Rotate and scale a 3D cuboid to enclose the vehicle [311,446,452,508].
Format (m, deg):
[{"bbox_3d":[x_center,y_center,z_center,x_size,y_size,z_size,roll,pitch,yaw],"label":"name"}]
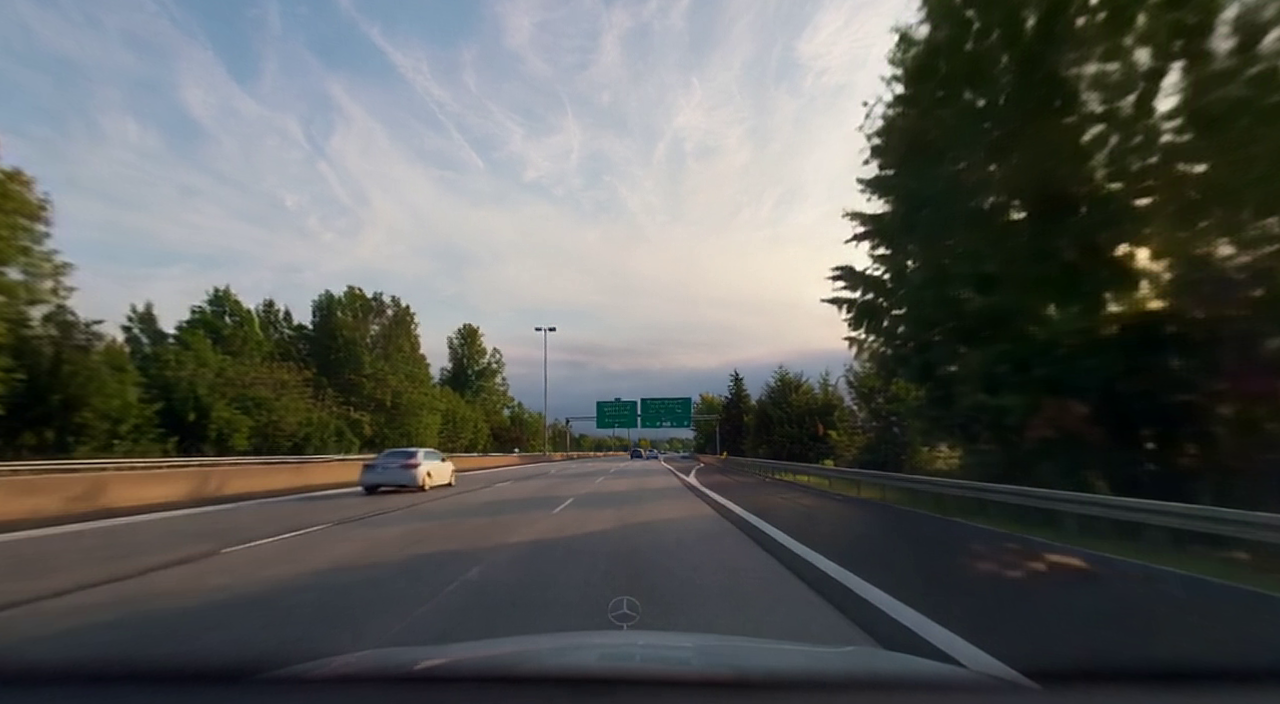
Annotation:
[{"bbox_3d":[-6.846,3.334,17.353,1.835,1.459,4.636,0,-9,1],"label":"vehicle"}]
